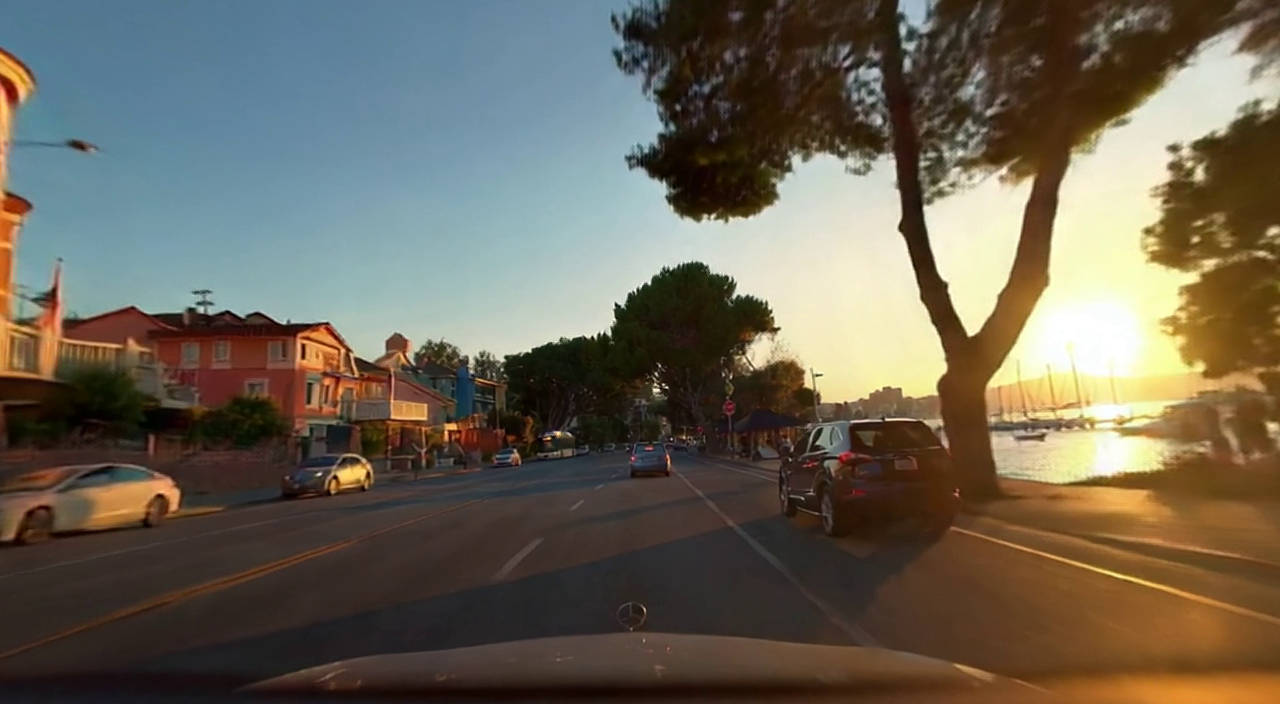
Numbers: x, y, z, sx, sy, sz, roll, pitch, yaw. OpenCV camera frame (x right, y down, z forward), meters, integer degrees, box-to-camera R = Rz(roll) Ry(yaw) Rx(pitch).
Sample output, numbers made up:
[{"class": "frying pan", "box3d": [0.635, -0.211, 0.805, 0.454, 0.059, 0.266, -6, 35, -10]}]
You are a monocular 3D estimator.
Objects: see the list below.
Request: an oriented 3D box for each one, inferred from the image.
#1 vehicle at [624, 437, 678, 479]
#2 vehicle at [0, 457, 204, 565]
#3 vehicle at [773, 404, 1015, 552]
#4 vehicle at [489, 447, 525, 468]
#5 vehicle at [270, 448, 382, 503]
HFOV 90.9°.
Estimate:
[{"class": "vehicle", "box3d": [0.427, 4.497, 26.960, 2.132, 1.632, 3.838, 0, -8, 0]}, {"class": "vehicle", "box3d": [-10.393, 2.763, 11.533, 2.025, 1.465, 3.959, -2, -8, -1]}, {"class": "vehicle", "box3d": [3.606, 1.886, 10.048, 2.000, 1.809, 4.405, 0, -8, 0]}, {"class": "vehicle", "box3d": [-10.108, 8.039, 48.072, 1.731, 1.489, 3.841, -1, -9, 3]}, {"class": "vehicle", "box3d": [-10.318, 4.037, 21.077, 1.701, 1.528, 3.881, -1, -8, 1]}]
